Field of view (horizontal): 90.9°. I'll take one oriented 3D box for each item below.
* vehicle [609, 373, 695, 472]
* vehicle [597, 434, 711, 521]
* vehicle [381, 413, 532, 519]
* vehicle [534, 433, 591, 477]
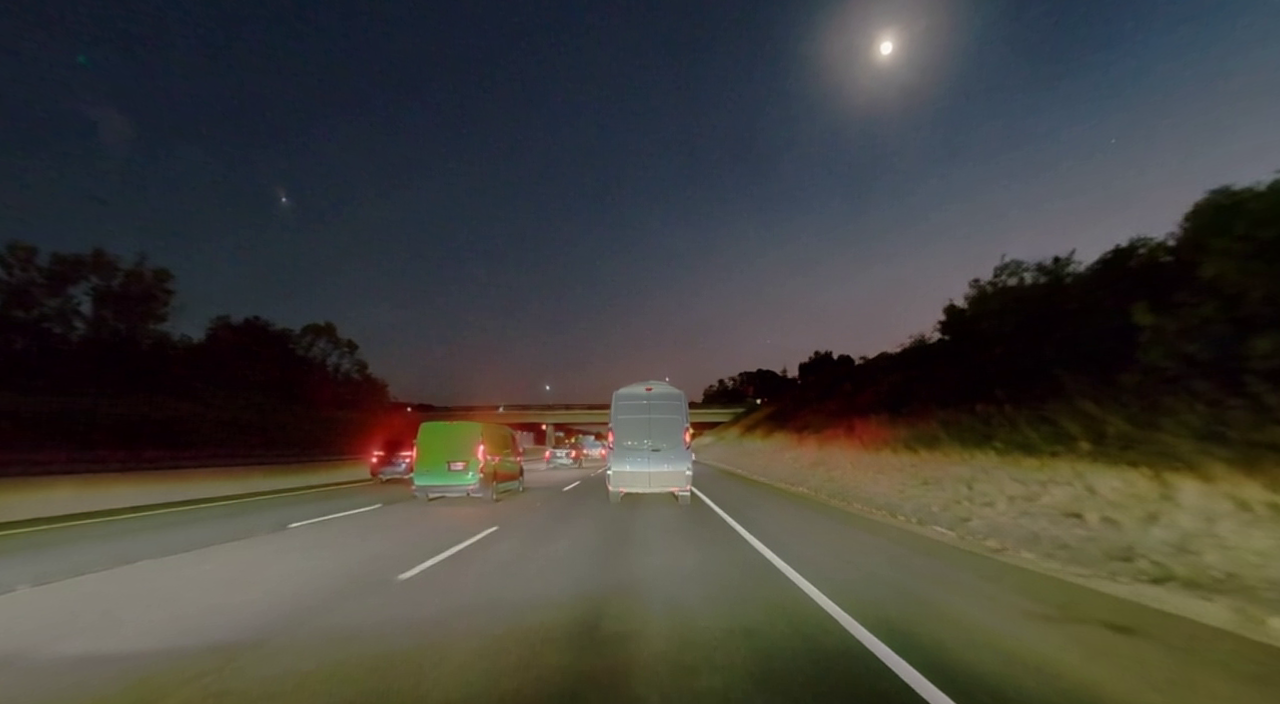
[{"bbox_3d":[0.480,4.125,33.618,3.289,3.822,18.653,0,-9,0],"label":"vehicle"},{"bbox_3d":[0.234,2.448,12.696,1.991,1.507,3.391,0,-9,0],"label":"vehicle"},{"bbox_3d":[-3.648,2.367,13.400,1.951,1.882,3.979,0,-9,1],"label":"vehicle"},{"bbox_3d":[-3.485,4.747,29.242,2.068,1.862,4.234,0,-9,0],"label":"vehicle"}]
